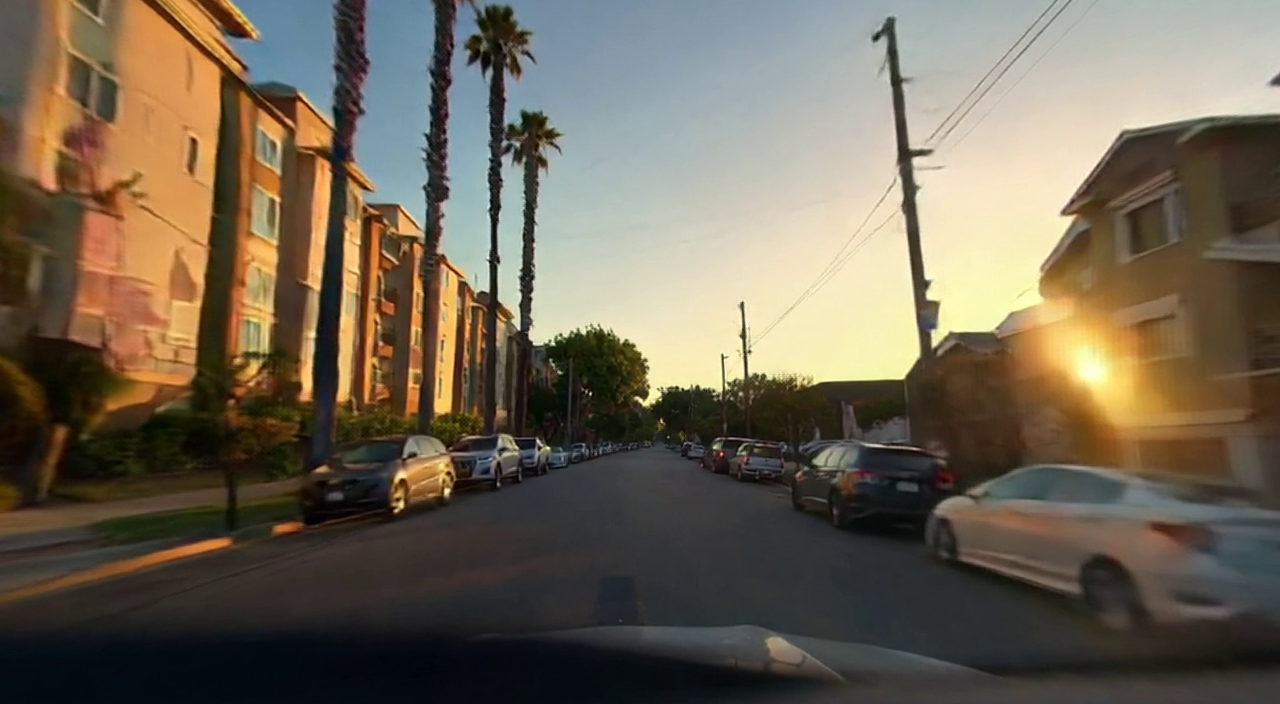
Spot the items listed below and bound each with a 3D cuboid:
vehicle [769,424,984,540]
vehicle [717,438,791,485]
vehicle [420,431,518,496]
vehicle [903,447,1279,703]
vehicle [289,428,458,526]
[{"bbox_3d":[4.212,2.401,12.401,2.201,1.787,5.007,0,-8,-1],"label":"vehicle"},{"bbox_3d":[4.546,4.433,26.000,2.220,1.738,4.800,0,-8,0],"label":"vehicle"},{"bbox_3d":[-5.533,3.634,21.106,2.087,1.896,4.554,0,-8,-1],"label":"vehicle"},{"bbox_3d":[4.375,1.602,5.780,1.909,1.449,4.513,0,-8,-1],"label":"vehicle"},{"bbox_3d":[-5.742,2.713,14.349,1.947,1.806,4.413,2,-8,-1],"label":"vehicle"}]
